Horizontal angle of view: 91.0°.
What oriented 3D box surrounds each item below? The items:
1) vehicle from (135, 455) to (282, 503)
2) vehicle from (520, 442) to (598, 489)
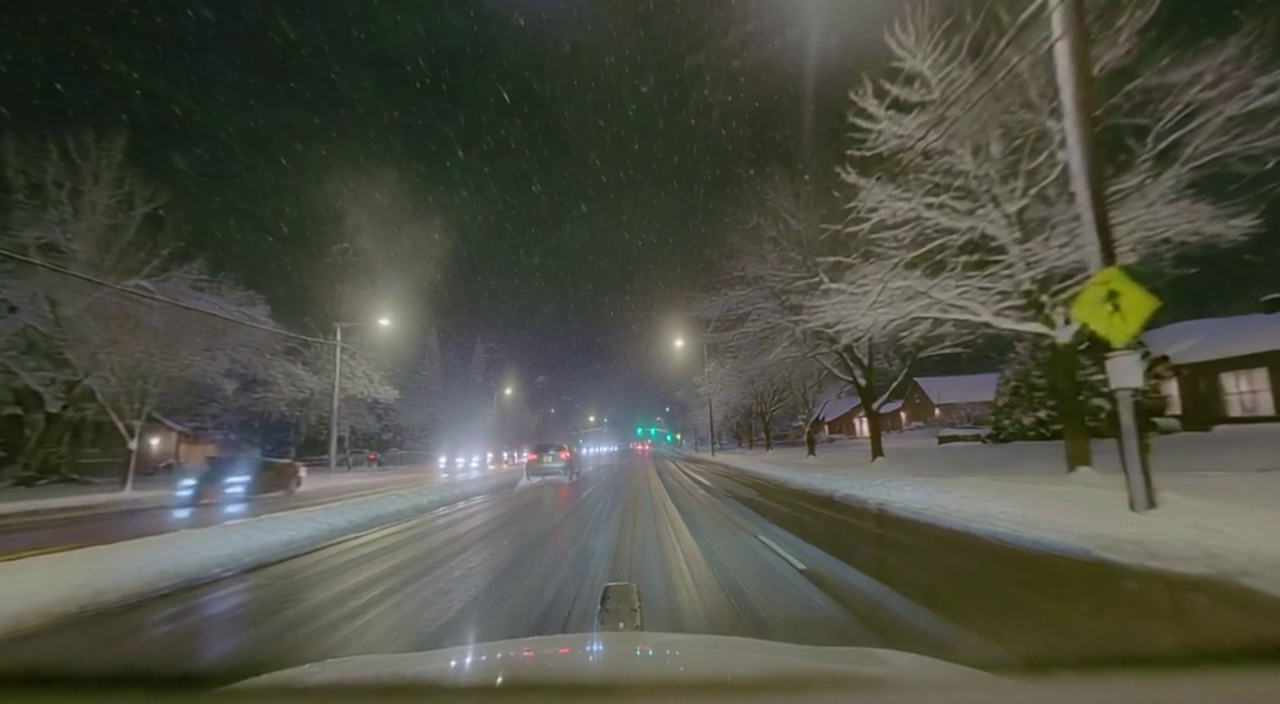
[{"bbox_3d":[-15.433,4.526,22.888,1.948,1.492,4.536,-1,-9,3],"label":"vehicle"},{"bbox_3d":[-2.803,4.058,22.902,2.106,1.517,4.375,-1,-9,2],"label":"vehicle"}]
